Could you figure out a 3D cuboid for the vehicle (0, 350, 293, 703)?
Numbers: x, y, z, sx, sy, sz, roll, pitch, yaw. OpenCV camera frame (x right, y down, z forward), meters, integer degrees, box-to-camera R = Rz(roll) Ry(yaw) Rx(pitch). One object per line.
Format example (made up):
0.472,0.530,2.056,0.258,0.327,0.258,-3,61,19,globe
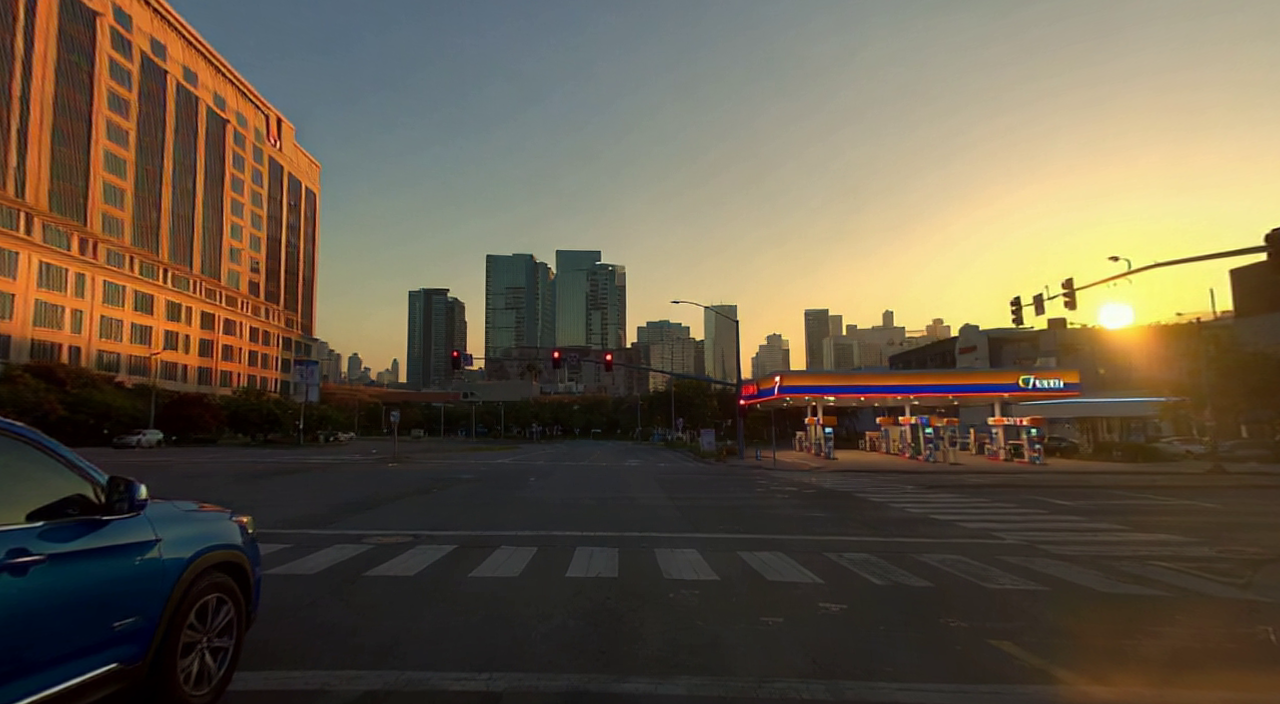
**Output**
-3.425,0.800,2.041,2.053,1.690,4.364,0,-9,0,vehicle

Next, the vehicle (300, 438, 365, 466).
-20.473,6.678,42.147,2.004,1.699,4.486,0,-9,1,vehicle
